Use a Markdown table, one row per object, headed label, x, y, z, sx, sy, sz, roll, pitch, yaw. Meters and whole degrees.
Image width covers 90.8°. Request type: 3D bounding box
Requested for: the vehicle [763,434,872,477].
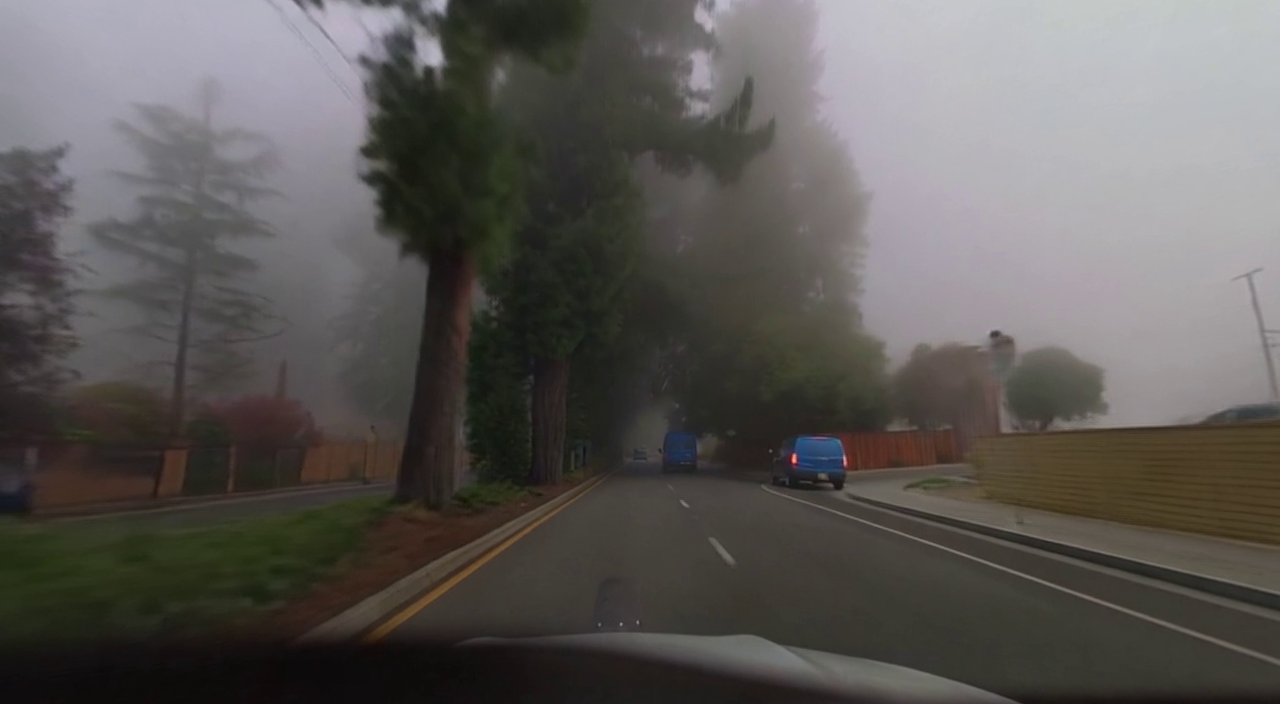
| label | x | y | z | sx | sy | sz | roll | pitch | yaw |
| --- | --- | --- | --- | --- | --- | --- | --- | --- | --- |
| vehicle | 9.208 | 5.424 | 33.262 | 4.990 | 2.142 | 2.488 | 0 | -9 | 1 |
